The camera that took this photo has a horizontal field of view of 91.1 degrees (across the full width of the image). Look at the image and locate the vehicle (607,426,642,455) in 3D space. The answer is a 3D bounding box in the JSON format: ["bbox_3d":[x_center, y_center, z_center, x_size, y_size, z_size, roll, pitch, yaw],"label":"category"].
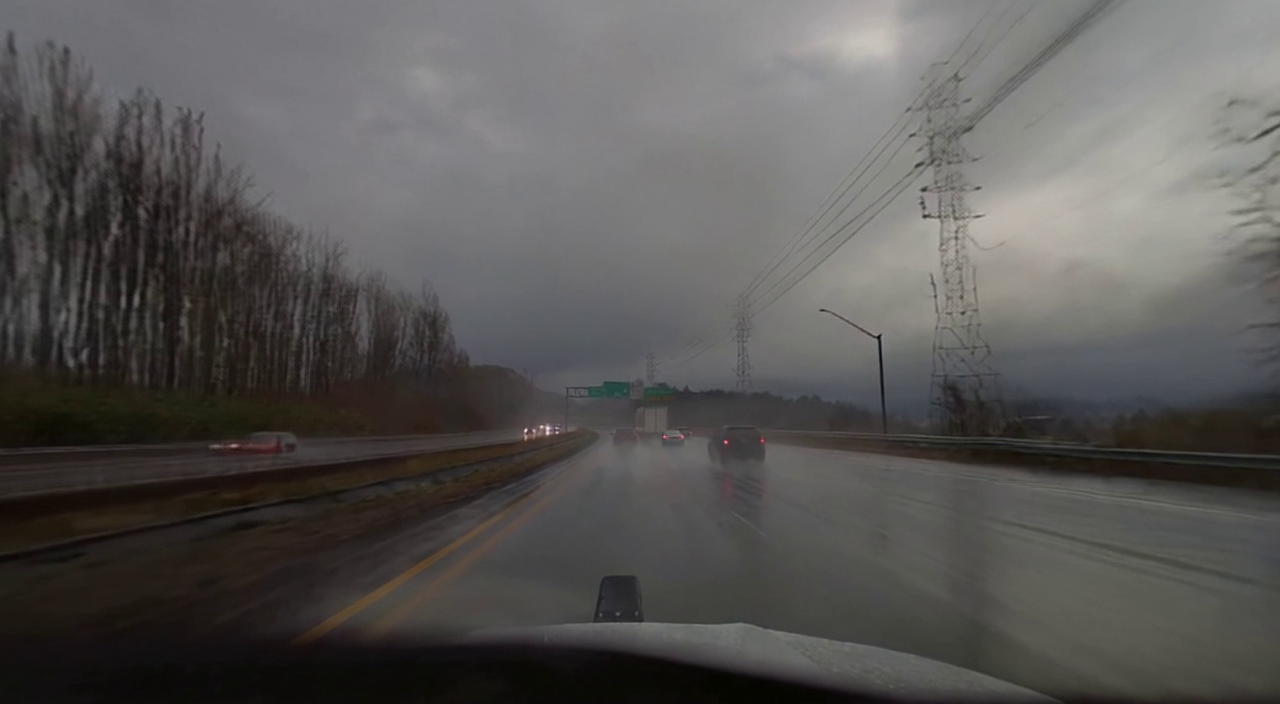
[{"bbox_3d":[-0.915,5.310,37.680,2.019,1.642,3.790,0,-8,-1],"label":"vehicle"}]

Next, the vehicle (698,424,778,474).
[{"bbox_3d":[3.333,3.388,22.122,2.062,1.581,3.914,0,-8,-2],"label":"vehicle"}]
